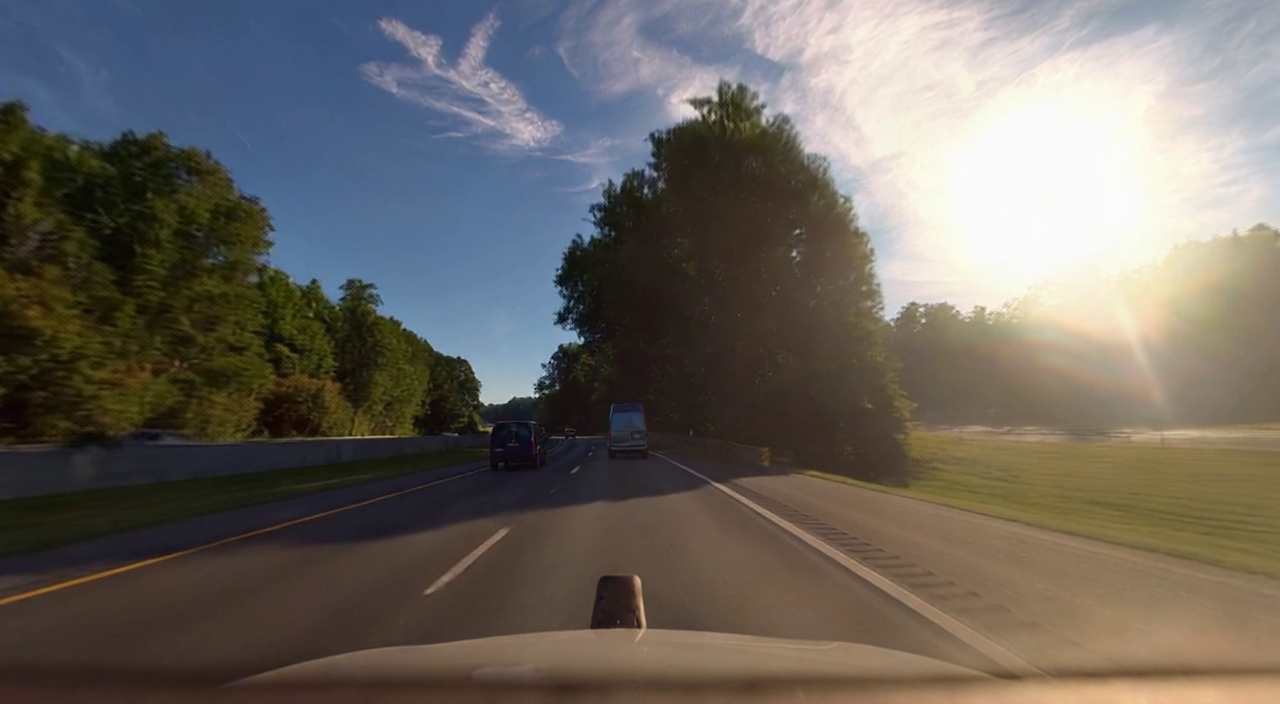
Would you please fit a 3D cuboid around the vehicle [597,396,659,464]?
[{"bbox_3d":[-0.684,3.784,30.286,2.647,2.896,6.480,1,-8,-3],"label":"vehicle"}]

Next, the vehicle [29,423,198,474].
[{"bbox_3d":[-16.493,3.014,20.070,1.735,1.433,4.237,1,-7,-1],"label":"vehicle"}]

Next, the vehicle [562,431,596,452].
[{"bbox_3d":[-4.425,6.546,46.142,2.251,1.459,4.236,0,-8,-2],"label":"vehicle"}]

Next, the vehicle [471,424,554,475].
[{"bbox_3d":[-4.439,3.442,22.649,2.110,1.636,4.453,0,-8,-1],"label":"vehicle"}]
